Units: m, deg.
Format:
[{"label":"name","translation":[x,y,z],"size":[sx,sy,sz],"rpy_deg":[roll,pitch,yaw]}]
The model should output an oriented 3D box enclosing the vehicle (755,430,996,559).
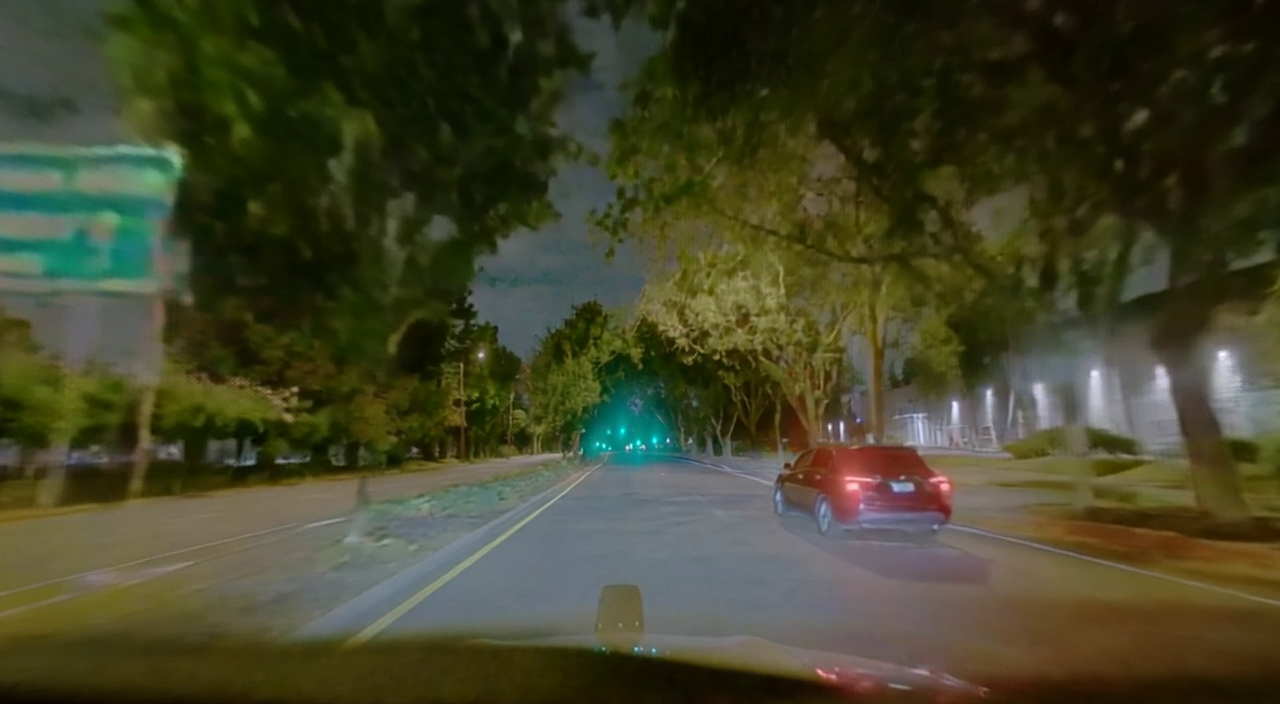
[{"label":"vehicle","translation":[3.224,2.040,9.779],"size":[1.985,1.529,4.316],"rpy_deg":[0,-9,-1]}]
